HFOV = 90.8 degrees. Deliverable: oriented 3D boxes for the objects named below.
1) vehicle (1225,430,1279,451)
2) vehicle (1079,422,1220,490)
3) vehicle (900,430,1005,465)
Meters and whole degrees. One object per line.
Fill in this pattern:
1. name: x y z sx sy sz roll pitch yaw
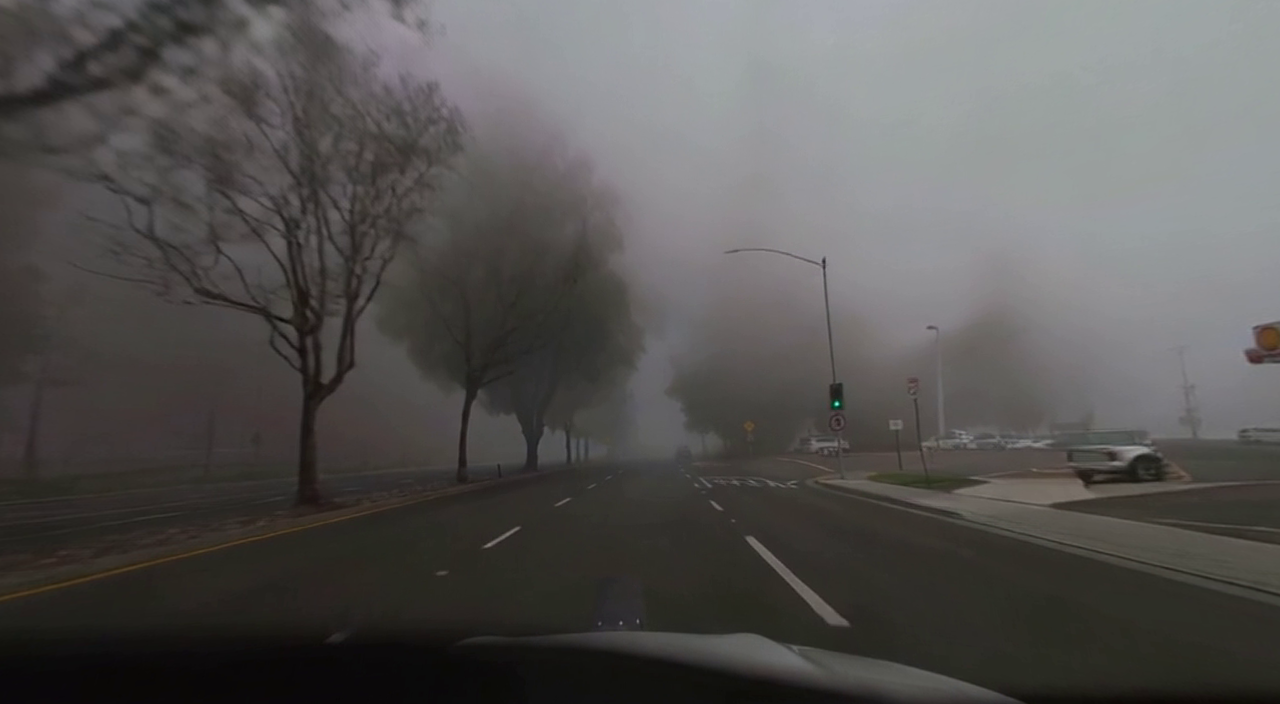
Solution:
1. vehicle: 44.943 6.256 44.759 1.862 1.435 4.862 1 -9 -11
2. vehicle: 13.474 2.775 16.594 4.744 1.475 2.008 9 -16 -42
3. vehicle: 17.009 5.221 34.521 4.543 1.838 2.127 0 -9 -5
